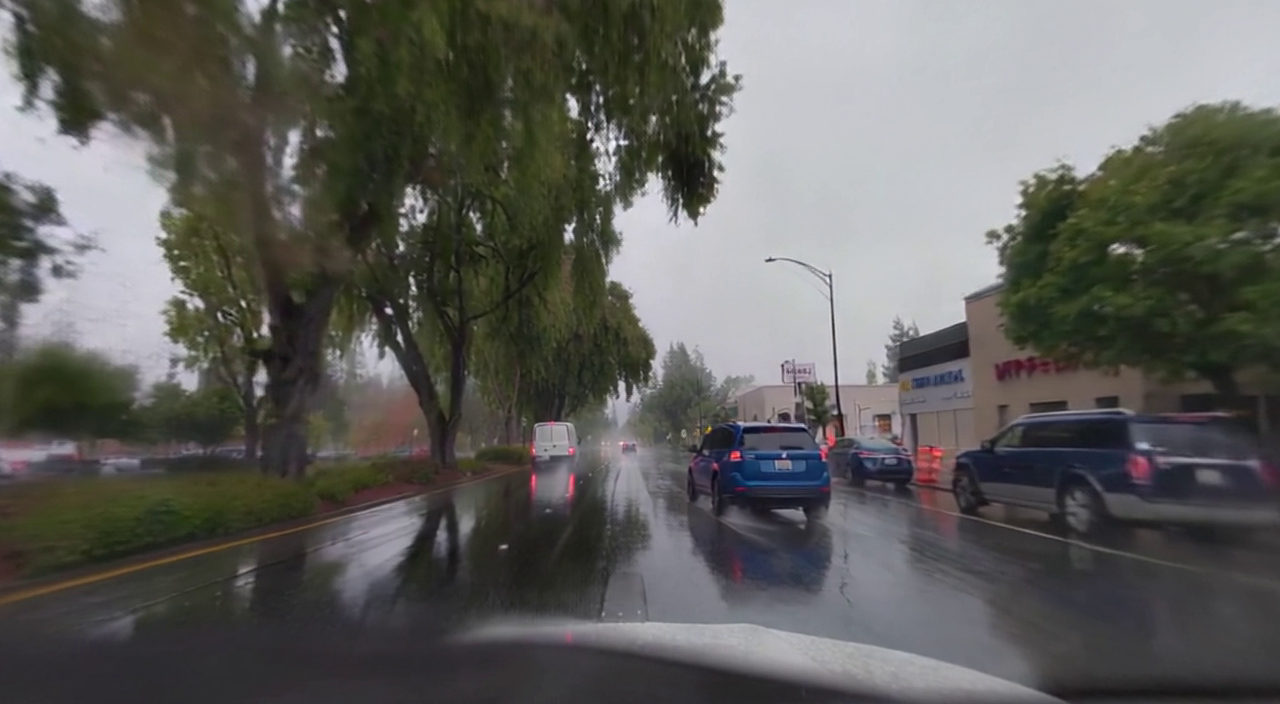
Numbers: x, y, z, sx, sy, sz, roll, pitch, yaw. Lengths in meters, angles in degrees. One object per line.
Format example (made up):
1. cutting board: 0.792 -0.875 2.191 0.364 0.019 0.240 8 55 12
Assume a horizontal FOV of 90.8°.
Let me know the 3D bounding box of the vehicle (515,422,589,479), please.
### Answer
1. vehicle: -3.484 4.048 26.142 2.357 2.063 5.488 0 -8 -1

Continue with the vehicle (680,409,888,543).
1. vehicle: 2.026 1.920 10.408 2.168 1.725 4.192 0 -8 -4

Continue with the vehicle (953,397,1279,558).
1. vehicle: 6.894 1.744 9.452 1.945 1.797 4.591 0 -8 -2
